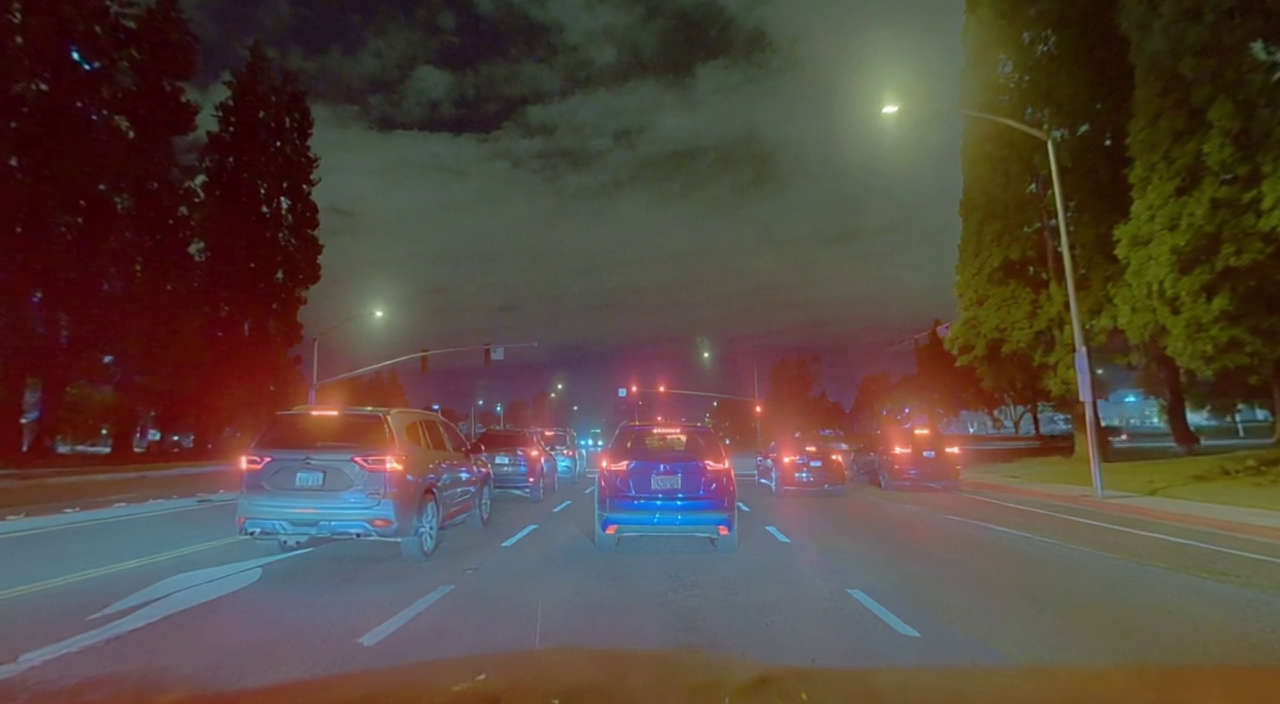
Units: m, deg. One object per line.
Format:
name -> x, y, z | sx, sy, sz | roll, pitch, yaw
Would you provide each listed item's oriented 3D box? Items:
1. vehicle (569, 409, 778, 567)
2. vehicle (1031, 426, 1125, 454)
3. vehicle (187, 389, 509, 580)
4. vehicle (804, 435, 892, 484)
vehicle -> 0.374, 1.741, 8.769 | 2.189, 1.649, 4.171 | 0, -8, 1
vehicle -> 28.024, 5.662, 40.464 | 4.629, 1.687, 1.824 | -4, -9, 24
vehicle -> -3.259, 1.591, 8.288 | 2.085, 1.812, 4.388 | 0, -8, 0
vehicle -> 7.442, 3.860, 22.963 | 2.067, 1.599, 4.251 | -1, -8, 5
